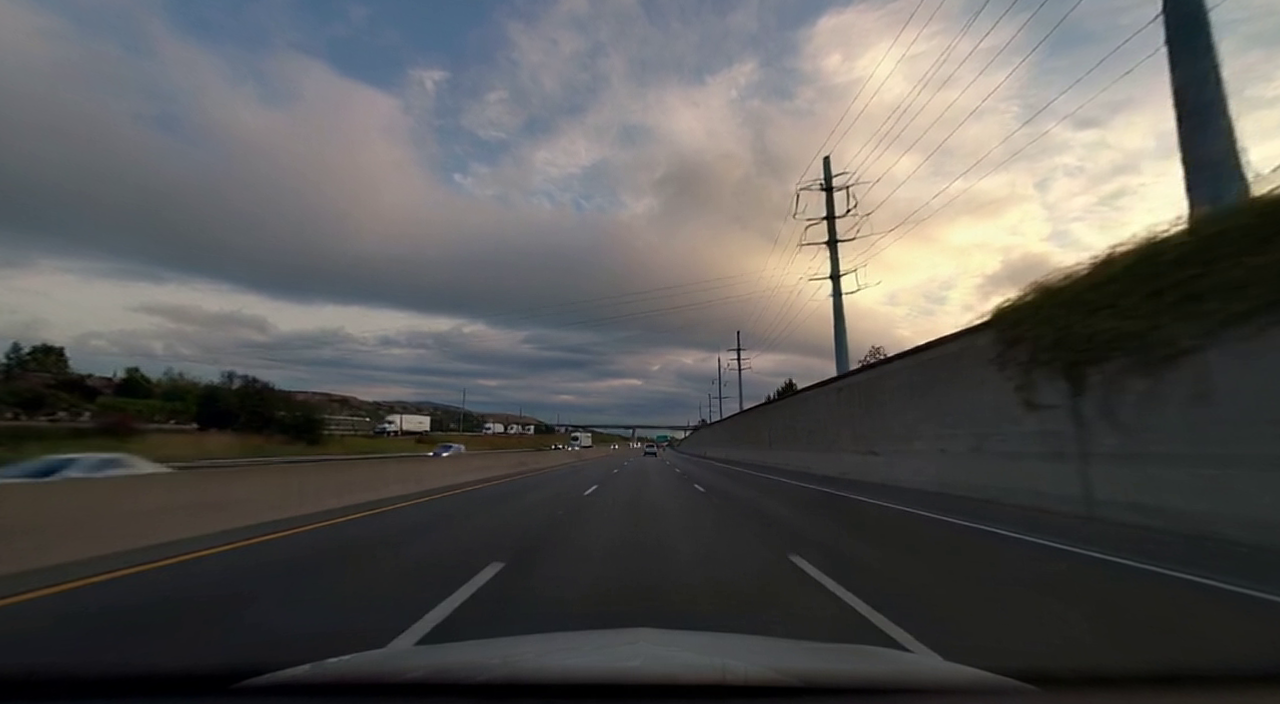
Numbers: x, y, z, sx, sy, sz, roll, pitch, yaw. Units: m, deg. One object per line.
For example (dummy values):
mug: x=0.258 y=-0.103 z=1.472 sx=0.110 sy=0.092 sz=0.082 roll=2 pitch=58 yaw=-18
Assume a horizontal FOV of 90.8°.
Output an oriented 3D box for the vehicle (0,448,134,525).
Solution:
vehicle: x=-12.213 y=2.577 z=12.410 sx=1.658 sy=1.363 sz=3.429 roll=0 pitch=-9 yaw=0
